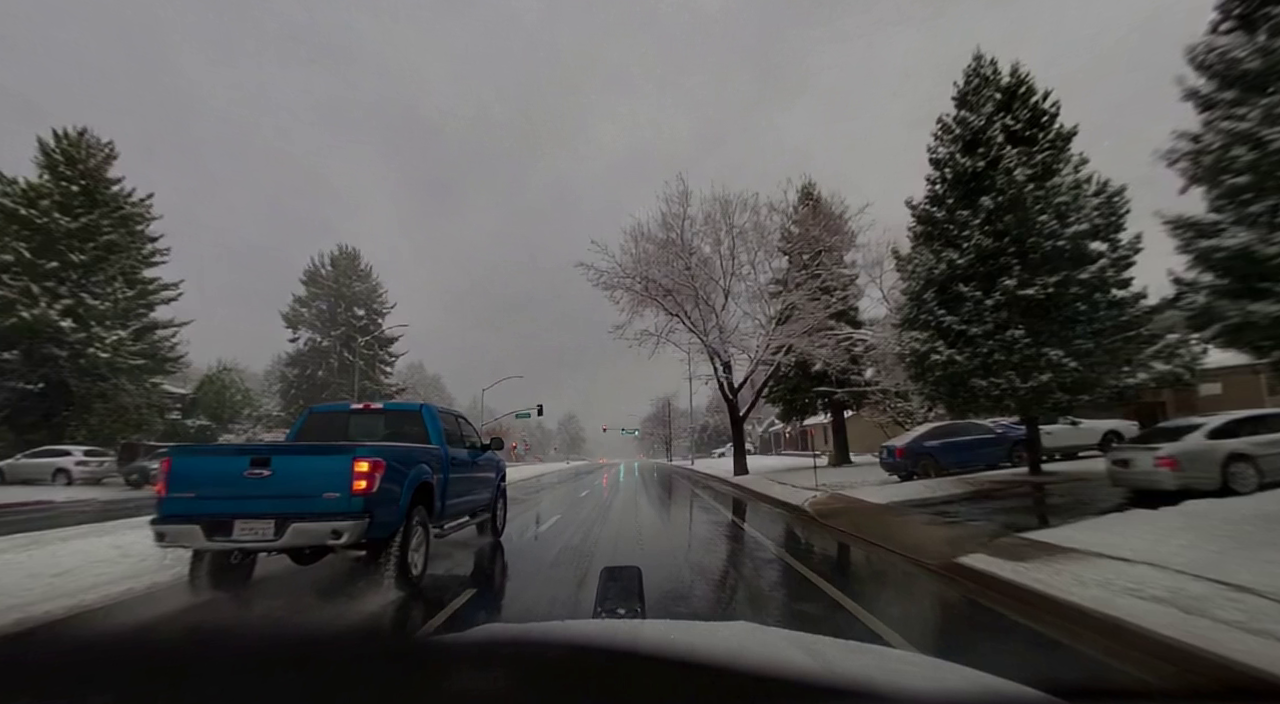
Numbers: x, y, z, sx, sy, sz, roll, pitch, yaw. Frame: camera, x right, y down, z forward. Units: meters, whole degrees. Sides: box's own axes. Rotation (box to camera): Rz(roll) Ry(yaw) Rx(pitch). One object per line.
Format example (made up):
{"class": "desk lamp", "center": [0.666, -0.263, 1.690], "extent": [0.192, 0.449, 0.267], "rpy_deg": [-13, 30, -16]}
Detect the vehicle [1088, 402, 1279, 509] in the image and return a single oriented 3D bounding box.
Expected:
{"class": "vehicle", "center": [11.022, 1.597, 10.665], "extent": [5.237, 1.495, 2.073], "rpy_deg": [-4, -9, 0]}

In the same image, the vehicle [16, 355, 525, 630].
{"class": "vehicle", "center": [-3.237, 1.458, 7.620], "extent": [2.508, 2.001, 5.880], "rpy_deg": [0, -9, 1]}

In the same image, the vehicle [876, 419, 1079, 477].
{"class": "vehicle", "center": [9.619, 2.779, 18.299], "extent": [4.696, 1.555, 2.009], "rpy_deg": [0, -9, -2]}
